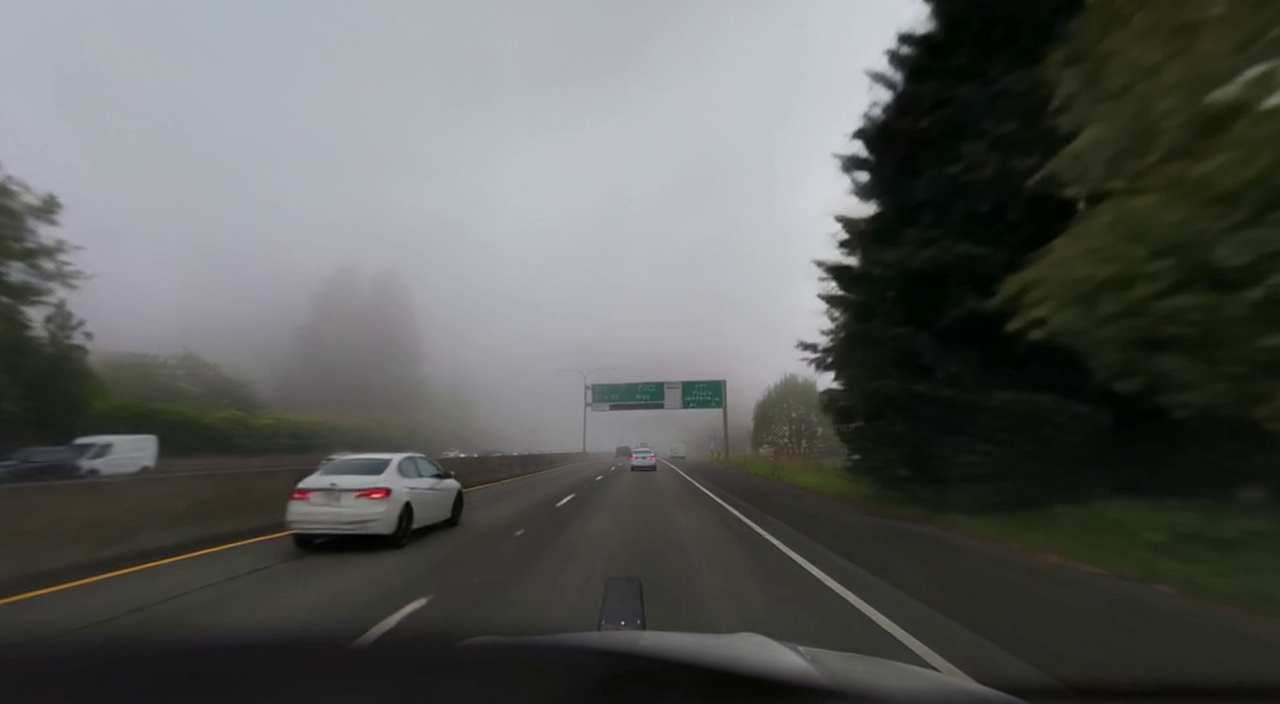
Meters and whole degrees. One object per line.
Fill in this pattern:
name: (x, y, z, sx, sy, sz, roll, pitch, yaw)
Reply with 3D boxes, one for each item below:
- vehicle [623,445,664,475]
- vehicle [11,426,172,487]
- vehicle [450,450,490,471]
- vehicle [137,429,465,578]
vehicle: (0.174, 5.504, 32.257, 1.960, 1.456, 3.818, 0, -9, 0)
vehicle: (-27.100, 5.206, 31.584, 2.515, 2.725, 6.031, 0, -9, 0)
vehicle: (-12.374, 7.888, 46.127, 1.787, 1.447, 3.776, -1, -9, 1)
vehicle: (-4.200, 1.952, 8.937, 2.081, 1.534, 4.543, 0, -9, 1)
